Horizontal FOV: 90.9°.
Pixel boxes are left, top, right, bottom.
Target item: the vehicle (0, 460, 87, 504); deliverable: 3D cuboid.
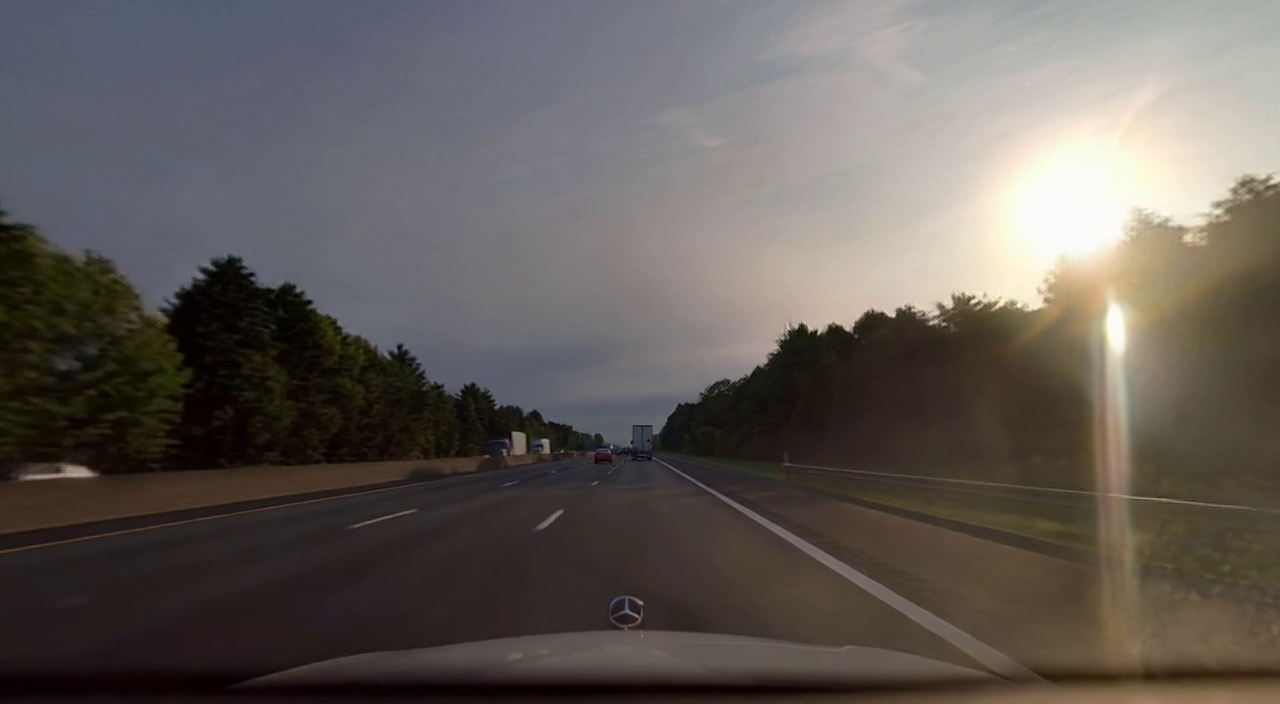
[{"bbox_3d":[-22.801,4.691,22.897,1.764,1.460,3.992,0,-9,0],"label":"vehicle"}]
